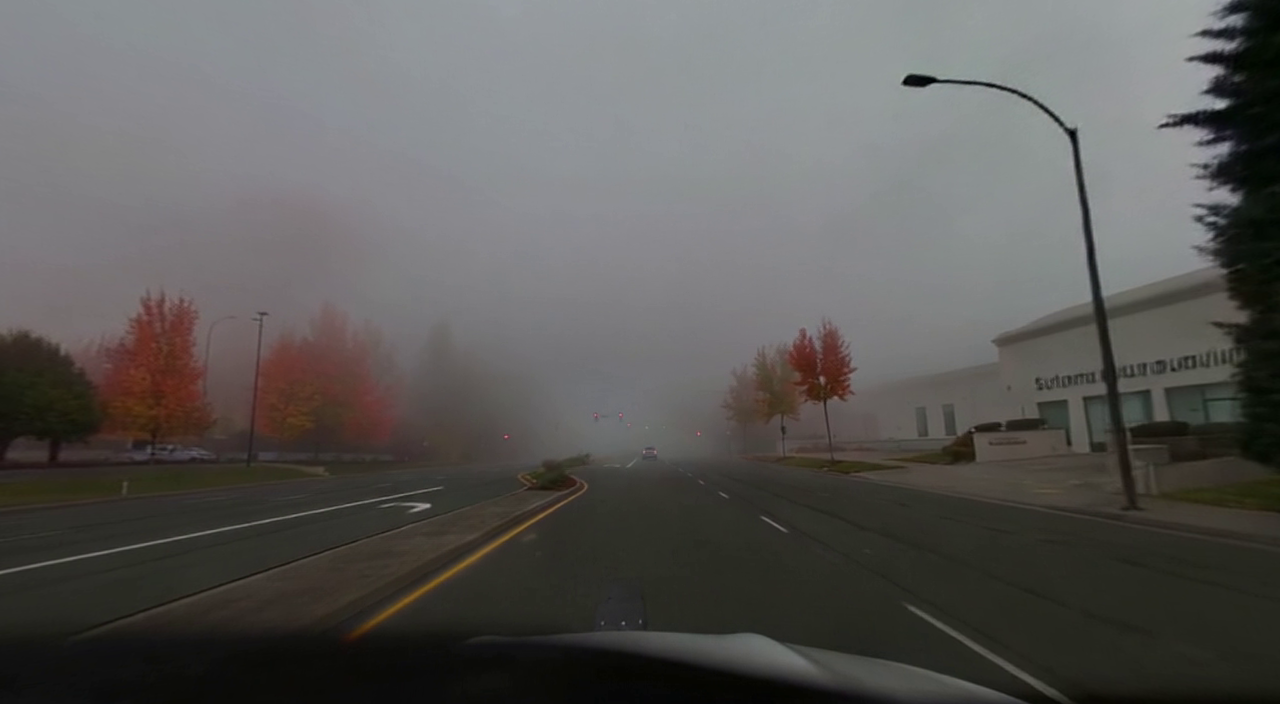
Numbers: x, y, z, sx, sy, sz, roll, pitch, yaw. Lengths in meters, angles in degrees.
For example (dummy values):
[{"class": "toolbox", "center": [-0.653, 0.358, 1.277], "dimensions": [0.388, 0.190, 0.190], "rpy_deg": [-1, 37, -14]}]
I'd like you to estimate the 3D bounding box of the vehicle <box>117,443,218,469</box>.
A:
[{"class": "vehicle", "center": [-30.323, 6.744, 40.599], "dimensions": [4.706, 1.457, 1.999], "rpy_deg": [3, -11, -5]}]
